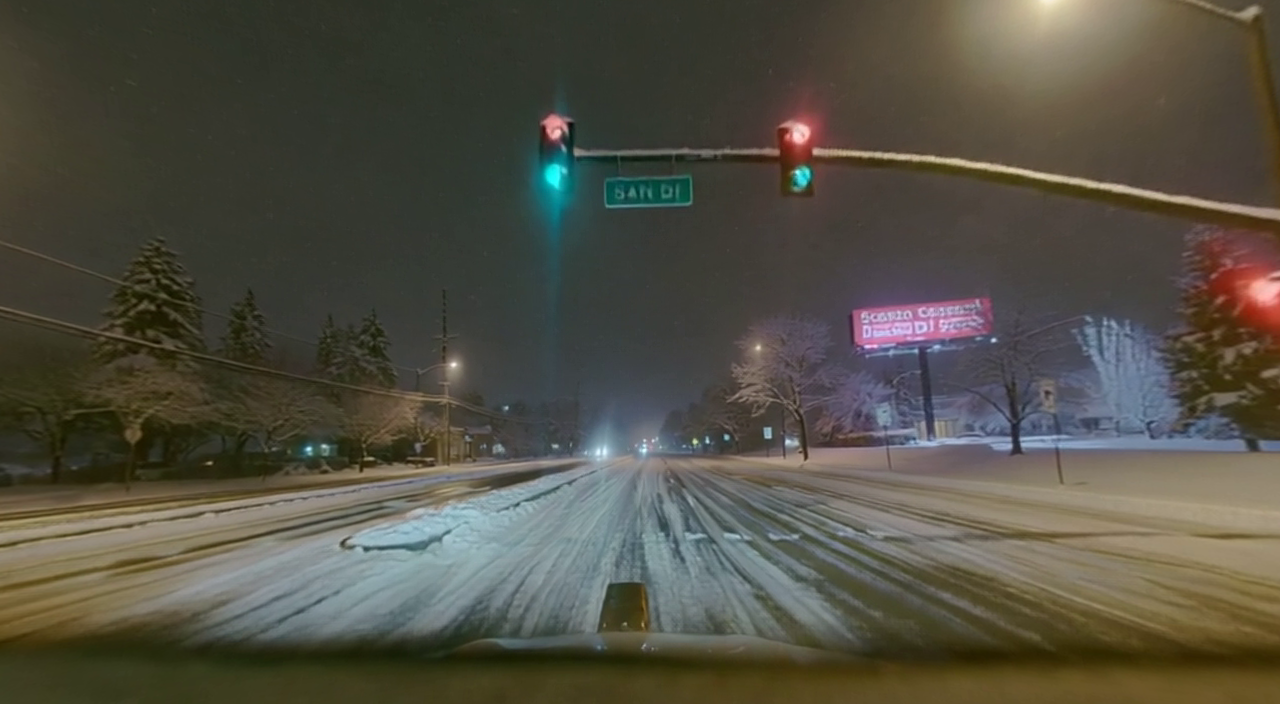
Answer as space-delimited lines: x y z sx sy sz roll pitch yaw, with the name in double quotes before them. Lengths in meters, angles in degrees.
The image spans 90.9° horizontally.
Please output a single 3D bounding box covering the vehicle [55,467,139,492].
"vehicle" -37.184 8.720 43.297 1.736 1.399 4.271 -1 -8 5
